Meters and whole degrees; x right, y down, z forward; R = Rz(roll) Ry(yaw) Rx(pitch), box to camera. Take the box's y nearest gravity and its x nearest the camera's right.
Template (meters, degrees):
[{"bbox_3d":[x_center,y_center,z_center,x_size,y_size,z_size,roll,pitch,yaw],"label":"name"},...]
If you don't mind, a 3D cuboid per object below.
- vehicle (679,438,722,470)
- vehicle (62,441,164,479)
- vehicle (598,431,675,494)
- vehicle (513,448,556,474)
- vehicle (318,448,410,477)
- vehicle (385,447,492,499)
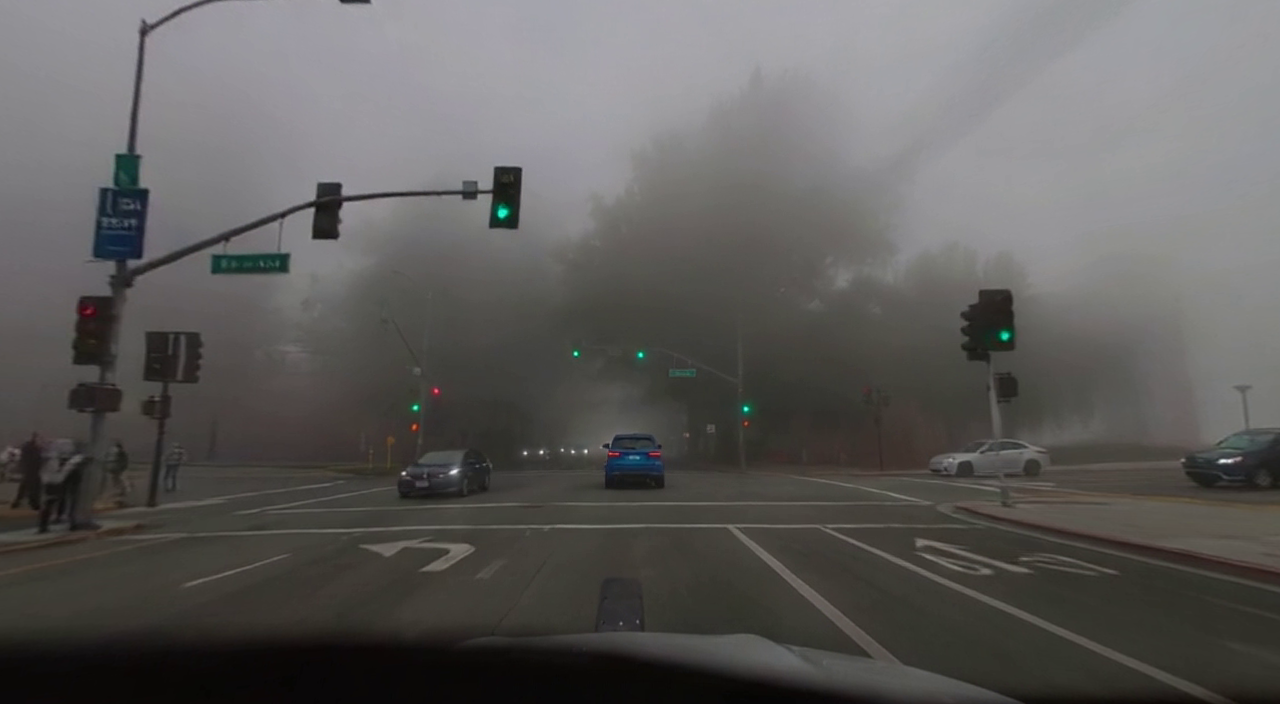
[{"bbox_3d":[3.780,6.500,40.480,2.113,1.869,5.322,0,-8,-2],"label":"vehicle"},{"bbox_3d":[-26.133,5.312,31.328,4.393,1.730,2.151,-5,-9,26],"label":"vehicle"},{"bbox_3d":[-0.142,3.454,20.120,2.183,1.765,4.059,0,-8,-1],"label":"vehicle"},{"bbox_3d":[-6.353,6.570,38.384,1.874,1.480,4.148,0,-8,1],"label":"vehicle"},{"bbox_3d":[-16.002,6.366,36.709,4.588,1.582,1.980,5,-11,-33],"label":"vehicle"},{"bbox_3d":[-6.295,3.806,20.364,1.934,1.476,4.457,0,-8,1],"label":"vehicle"}]
